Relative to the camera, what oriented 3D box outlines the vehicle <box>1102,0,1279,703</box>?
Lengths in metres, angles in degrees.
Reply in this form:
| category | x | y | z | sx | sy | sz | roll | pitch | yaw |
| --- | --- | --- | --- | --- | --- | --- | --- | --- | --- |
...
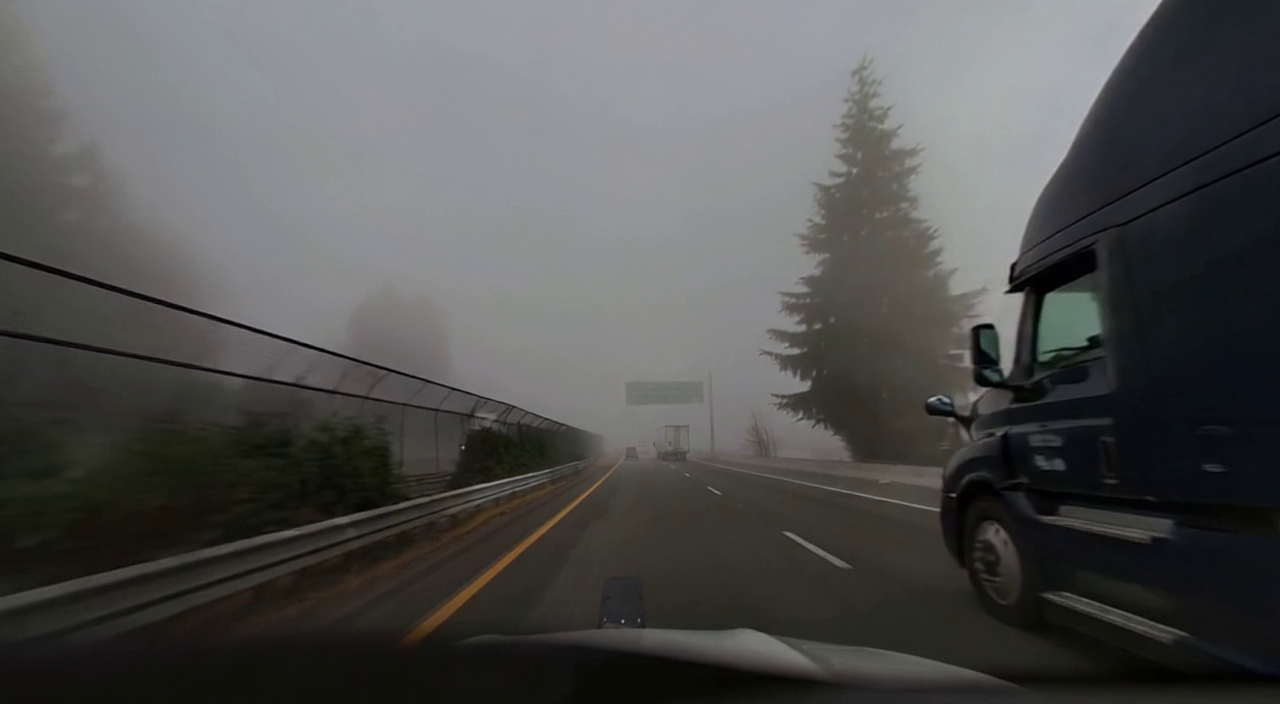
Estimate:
| category | x | y | z | sx | sy | sz | roll | pitch | yaw |
| --- | --- | --- | --- | --- | --- | --- | --- | --- | --- |
| vehicle | 4.182 | -0.512 | 0.384 | 3.035 | 3.966 | 6.026 | 0 | -9 | 0 |
